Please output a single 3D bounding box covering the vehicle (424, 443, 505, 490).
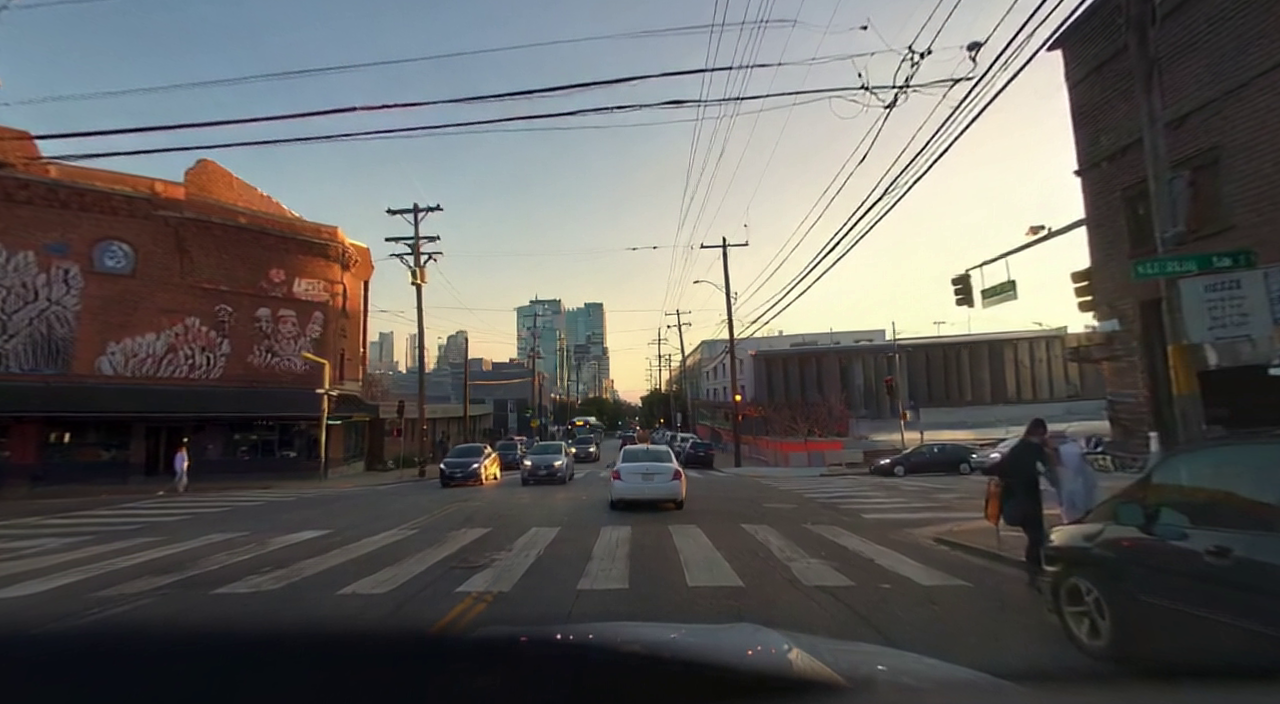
[{"bbox_3d":[-7.084,4.668,26.164,1.892,1.706,5.224,-1,-8,0],"label":"vehicle"}]

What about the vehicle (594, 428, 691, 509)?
[{"bbox_3d":[0.038,2.919,16.301,2.190,1.783,4.048,-1,-8,0],"label":"vehicle"}]

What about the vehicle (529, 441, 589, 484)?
[{"bbox_3d":[-3.387,4.681,27.153,2.055,1.660,3.954,-1,-8,0],"label":"vehicle"}]

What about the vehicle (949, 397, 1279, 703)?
[{"bbox_3d":[3.474,0.969,2.709,1.949,1.521,4.445,0,-8,-1],"label":"vehicle"}]

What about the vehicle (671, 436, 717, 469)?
[{"bbox_3d":[3.020,5.754,36.301,2.171,1.751,4.373,0,-9,-1],"label":"vehicle"}]

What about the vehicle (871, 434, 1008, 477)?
[{"bbox_3d":[12.209,4.239,25.996,4.576,1.650,1.980,-1,-8,2],"label":"vehicle"}]
